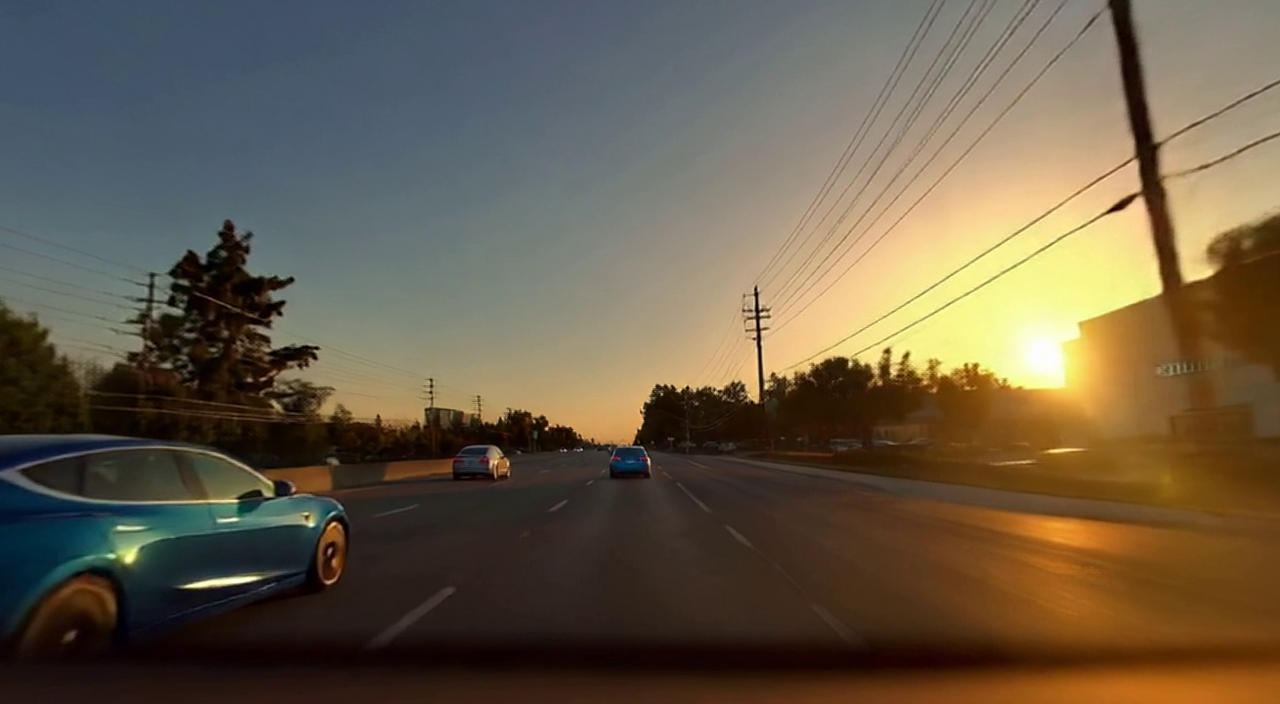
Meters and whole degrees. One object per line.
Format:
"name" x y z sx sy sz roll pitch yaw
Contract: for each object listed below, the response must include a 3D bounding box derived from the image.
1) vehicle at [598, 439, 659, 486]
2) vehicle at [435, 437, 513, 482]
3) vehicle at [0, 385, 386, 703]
"vehicle" -0.413 4.244 24.640 2.189 1.652 4.135 0 -9 0
"vehicle" -7.319 4.785 28.455 2.203 1.819 4.547 0 -9 1
"vehicle" -3.661 1.162 4.050 1.985 1.607 4.892 0 -9 0
